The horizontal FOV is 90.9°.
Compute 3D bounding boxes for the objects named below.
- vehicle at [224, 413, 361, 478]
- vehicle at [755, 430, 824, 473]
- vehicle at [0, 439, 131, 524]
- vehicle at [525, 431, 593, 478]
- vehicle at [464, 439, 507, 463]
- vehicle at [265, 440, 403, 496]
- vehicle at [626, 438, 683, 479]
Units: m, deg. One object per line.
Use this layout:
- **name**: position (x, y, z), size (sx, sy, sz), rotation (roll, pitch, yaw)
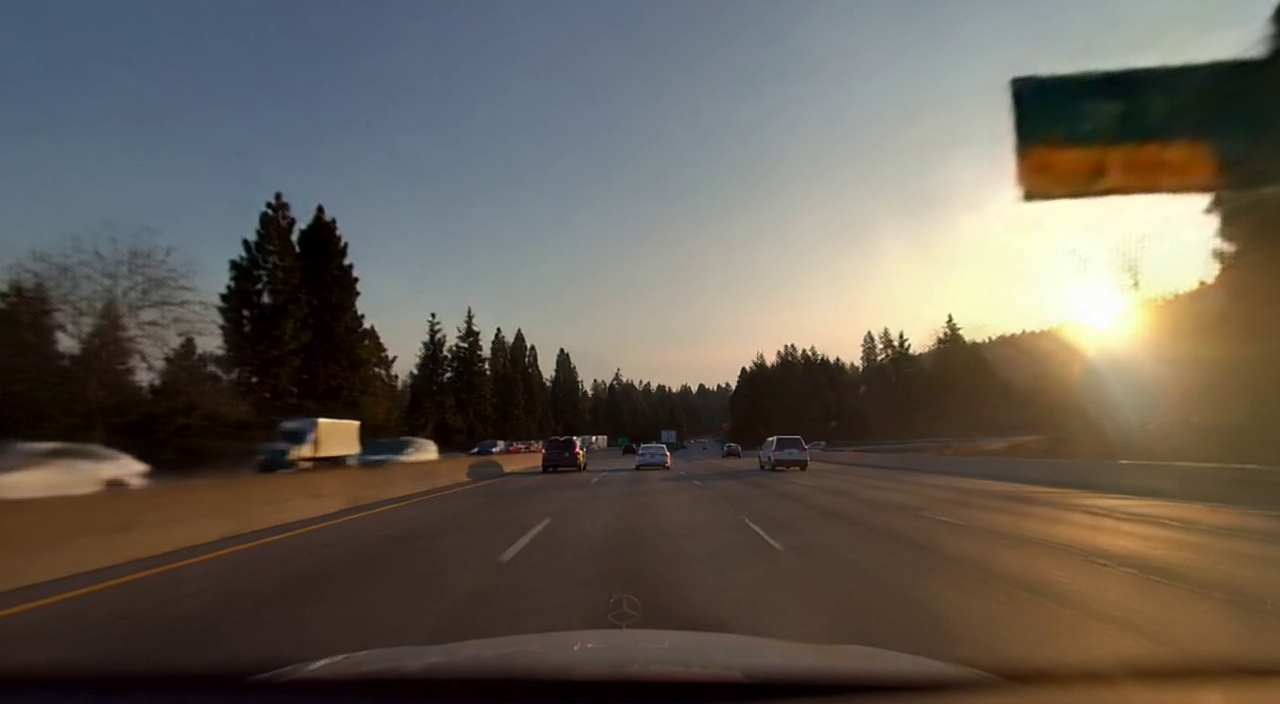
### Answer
- **vehicle**: position (-19.185, 5.234, 35.621), size (2.953, 3.194, 8.165), rotation (-1, -8, 1)
- **vehicle**: position (7.146, 4.804, 30.777), size (2.094, 1.916, 5.099), rotation (0, -8, 0)
- **vehicle**: position (-12.527, 2.431, 12.038), size (1.926, 1.518, 4.327), rotation (0, -8, 1)
- **vehicle**: position (-3.232, 4.181, 26.049), size (2.140, 1.720, 4.410), rotation (0, -8, 1)
- **vehicle**: position (-11.791, 7.574, 48.517), size (1.915, 1.675, 5.092), rotation (0, -8, 1)
- **vehicle**: position (-8.969, 3.398, 18.972), size (1.967, 1.447, 4.206), rotation (0, -8, 2)
- **vehicle**: position (0.549, 4.171, 25.010), size (2.071, 1.464, 4.162), rotation (0, -8, 1)
